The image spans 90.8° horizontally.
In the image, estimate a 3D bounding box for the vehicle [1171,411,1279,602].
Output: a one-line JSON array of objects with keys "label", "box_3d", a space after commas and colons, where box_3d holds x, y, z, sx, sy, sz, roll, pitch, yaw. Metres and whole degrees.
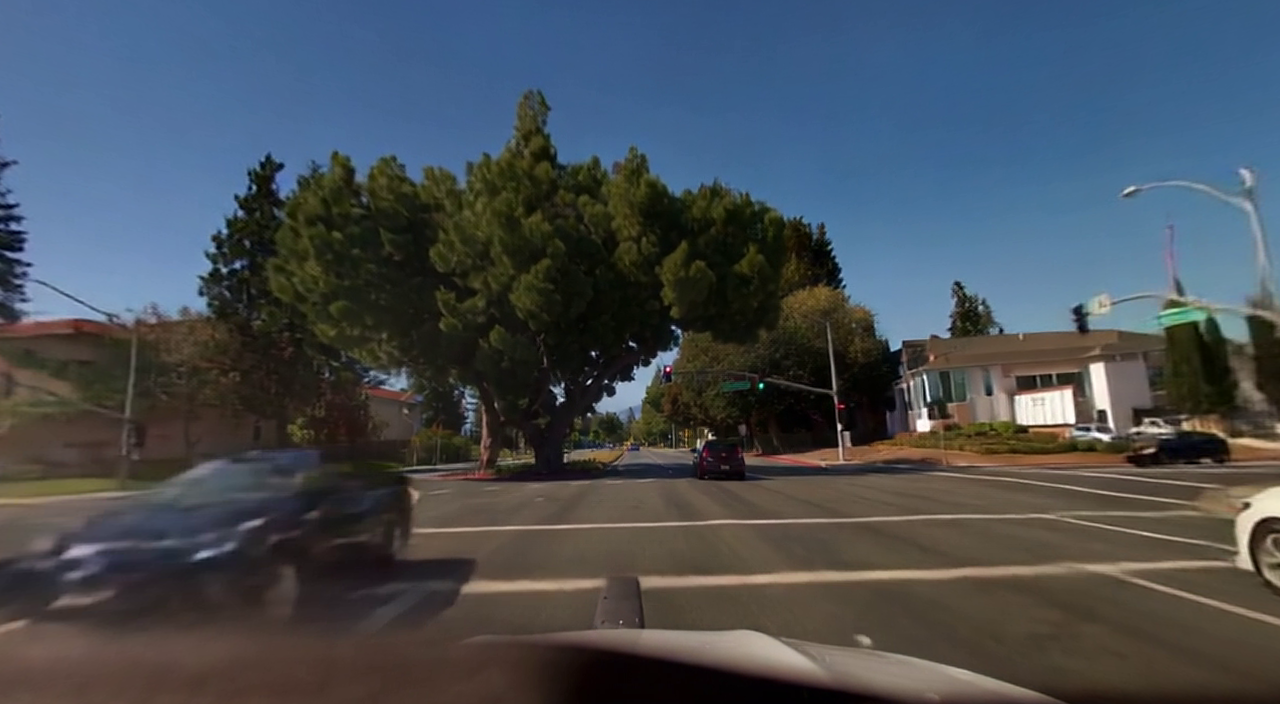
[{"label": "vehicle", "box_3d": [6.472, 1.146, 4.275, 2.000, 1.618, 4.238, 0, -9, -1]}]

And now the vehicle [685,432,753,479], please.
[{"label": "vehicle", "box_3d": [3.217, 4.334, 26.718, 2.095, 1.759, 4.862, 0, -9, -2]}]

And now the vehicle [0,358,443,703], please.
[{"label": "vehicle", "box_3d": [-3.511, 1.192, 4.675, 2.012, 1.653, 6.295, 0, -9, 1]}]
